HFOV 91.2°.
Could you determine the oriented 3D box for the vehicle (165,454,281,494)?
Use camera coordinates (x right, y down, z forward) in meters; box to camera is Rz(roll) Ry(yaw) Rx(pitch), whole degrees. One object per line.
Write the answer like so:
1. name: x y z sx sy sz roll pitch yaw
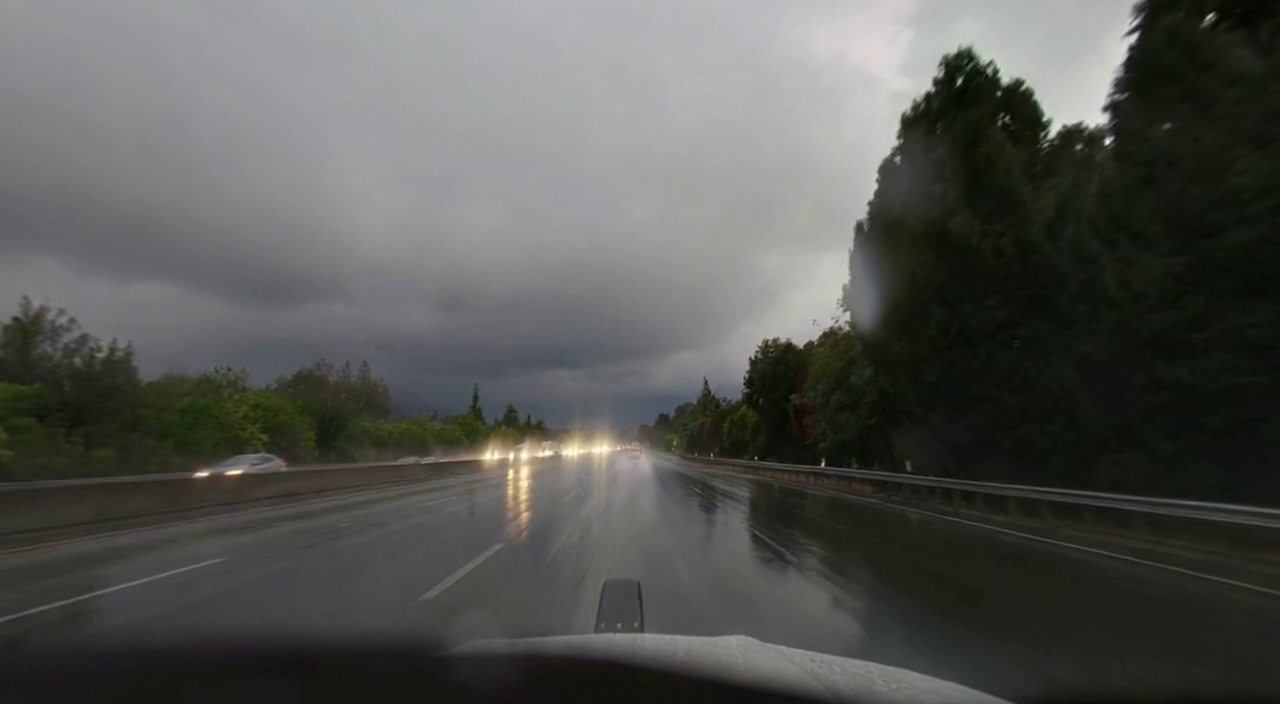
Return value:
1. vehicle: -18.273 5.309 27.759 1.907 1.561 4.611 0 -9 1
